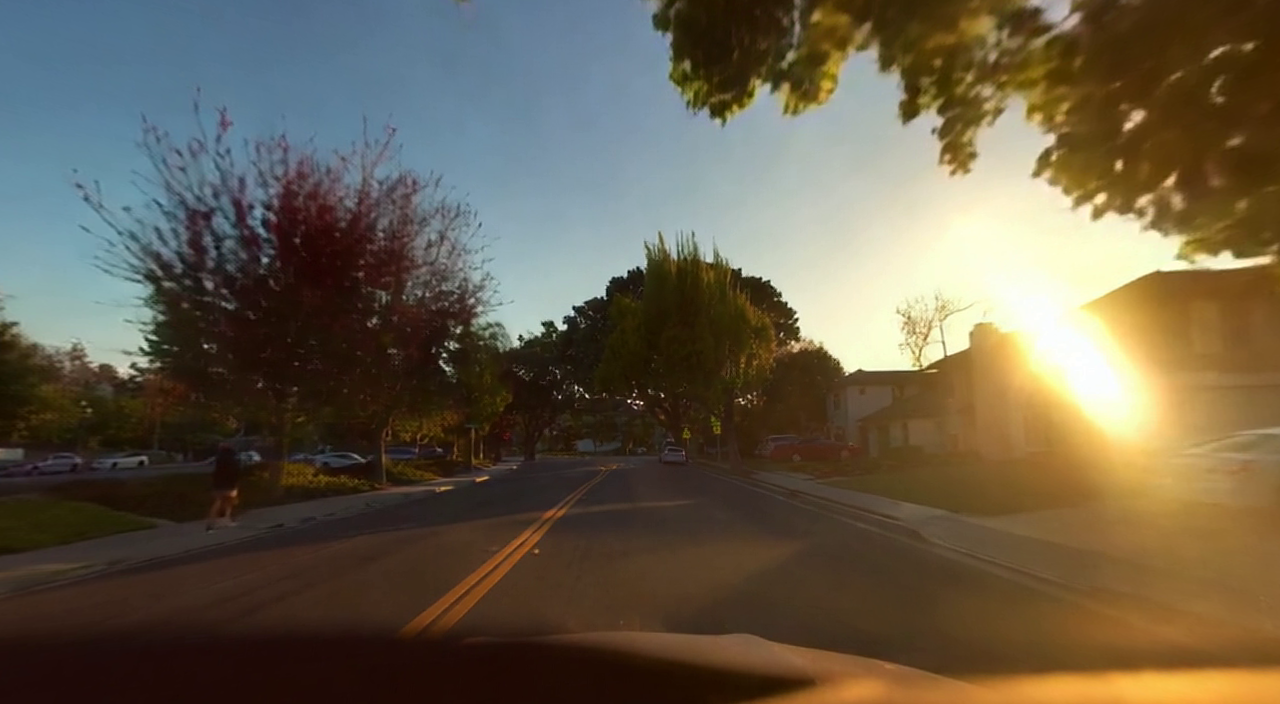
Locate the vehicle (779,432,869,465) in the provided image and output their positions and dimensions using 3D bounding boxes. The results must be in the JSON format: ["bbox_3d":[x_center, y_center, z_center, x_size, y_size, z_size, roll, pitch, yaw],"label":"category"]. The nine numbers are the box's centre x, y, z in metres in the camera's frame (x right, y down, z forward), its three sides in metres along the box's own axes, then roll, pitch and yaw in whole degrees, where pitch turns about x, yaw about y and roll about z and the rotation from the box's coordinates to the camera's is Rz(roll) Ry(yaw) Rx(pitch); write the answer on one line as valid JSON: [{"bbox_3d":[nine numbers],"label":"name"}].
[{"bbox_3d":[11.019,5.809,38.063,4.750,1.658,1.902,-3,-10,0],"label":"vehicle"}]

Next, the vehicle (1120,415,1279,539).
[{"bbox_3d":[9.985,1.625,9.068,4.544,1.496,1.916,-3,-9,-2],"label":"vehicle"}]

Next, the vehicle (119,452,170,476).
[{"bbox_3d":[-36.432,8.206,46.375,4.177,1.621,1.965,-7,-11,39],"label":"vehicle"}]

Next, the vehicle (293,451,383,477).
[{"bbox_3d":[-19.203,7.091,40.272,4.691,1.483,1.955,8,-12,-44],"label":"vehicle"}]

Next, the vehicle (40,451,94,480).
[{"bbox_3d":[-35.996,7.088,39.635,4.938,1.720,1.926,-9,-12,42],"label":"vehicle"}]
